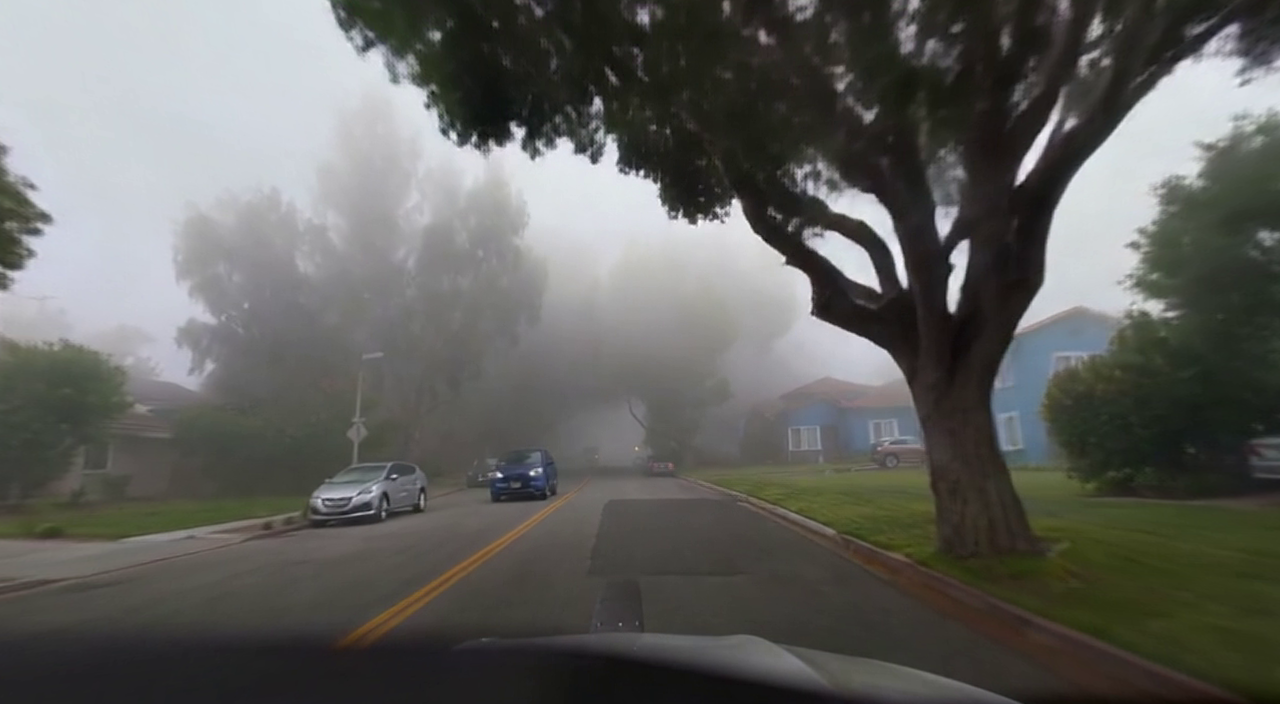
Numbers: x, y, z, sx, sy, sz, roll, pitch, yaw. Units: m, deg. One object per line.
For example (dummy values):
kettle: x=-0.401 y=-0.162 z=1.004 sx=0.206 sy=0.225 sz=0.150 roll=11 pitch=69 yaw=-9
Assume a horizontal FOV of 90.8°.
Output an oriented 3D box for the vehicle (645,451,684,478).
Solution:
vehicle: x=1.452 y=6.918 z=39.071 sx=1.996 sy=1.516 sz=4.122 roll=1 pitch=-9 yaw=-4

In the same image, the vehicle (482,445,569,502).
vehicle: x=-3.706 y=4.024 z=21.360 sx=2.106 sy=1.688 sz=4.392 roll=0 pitch=-9 yaw=0

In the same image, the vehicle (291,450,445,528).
vehicle: x=-6.591 y=3.317 z=15.908 sx=2.031 sy=1.662 sz=4.194 roll=0 pitch=-9 yaw=-1

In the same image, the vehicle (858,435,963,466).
vehicle: x=13.102 y=4.815 z=30.910 sx=4.370 sy=1.433 sz=1.889 roll=-2 pitch=-9 yaw=12
